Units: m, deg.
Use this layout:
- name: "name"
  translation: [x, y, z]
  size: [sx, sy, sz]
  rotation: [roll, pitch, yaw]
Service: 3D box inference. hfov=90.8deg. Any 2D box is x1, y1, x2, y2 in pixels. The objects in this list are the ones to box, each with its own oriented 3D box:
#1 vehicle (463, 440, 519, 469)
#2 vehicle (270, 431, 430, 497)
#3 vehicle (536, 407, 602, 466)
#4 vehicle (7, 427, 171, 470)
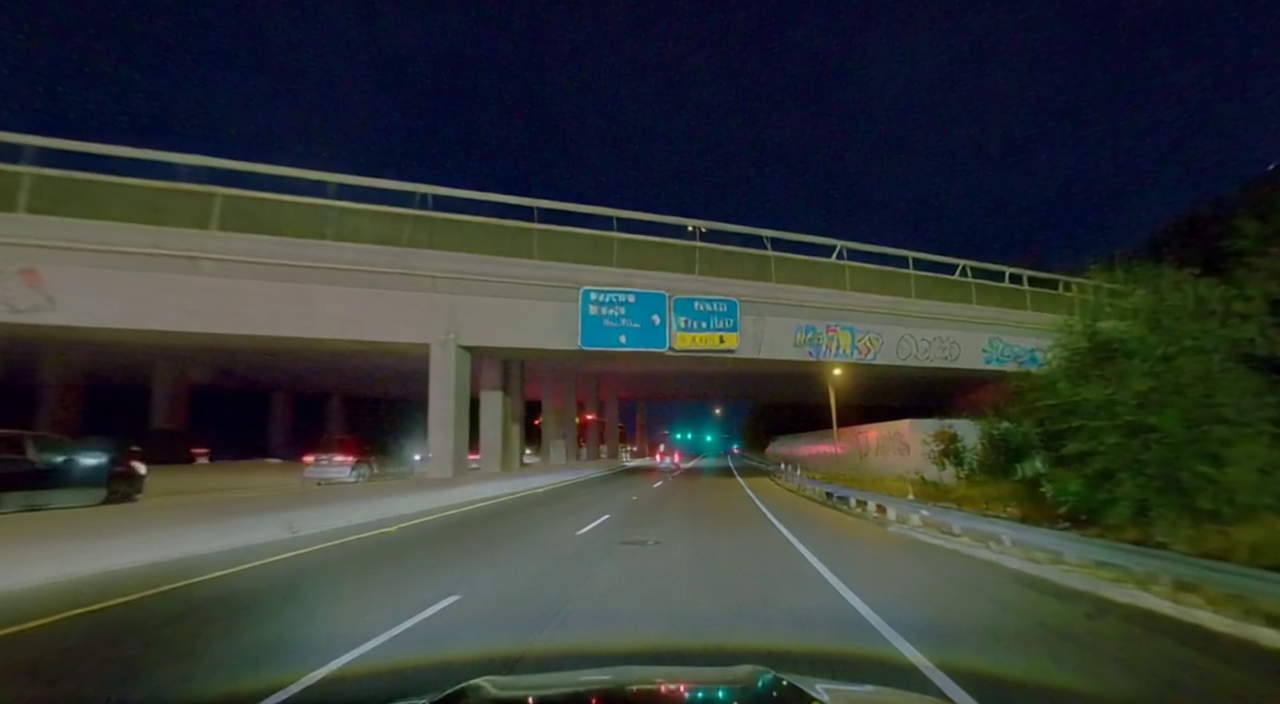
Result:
- name: "vehicle"
  translation: [-9.497, 6.548, 40.598]
  size: [1.962, 1.731, 4.523]
  rotation: [-1, -8, 7]
- name: "vehicle"
  translation: [-8.012, 3.124, 18.033]
  size: [1.979, 1.600, 4.516]
  rotation: [-1, -8, 7]
- name: "vehicle"
  translation: [-5.088, 6.389, 47.425]
  size: [2.942, 3.975, 9.515]
  rotation: [-1, -8, 6]
- name: "vehicle"
  translation: [-20.404, 3.621, 23.694]
  size: [1.833, 1.452, 4.450]
  rotation: [-1, -9, 7]
